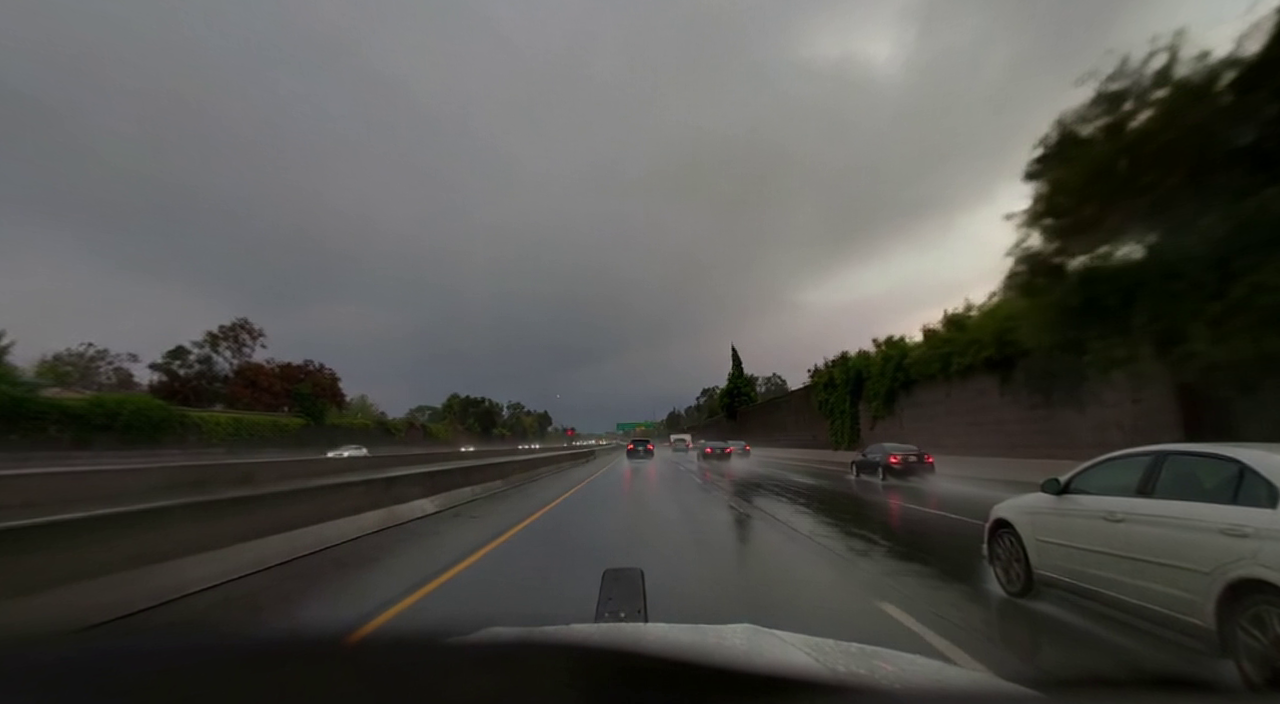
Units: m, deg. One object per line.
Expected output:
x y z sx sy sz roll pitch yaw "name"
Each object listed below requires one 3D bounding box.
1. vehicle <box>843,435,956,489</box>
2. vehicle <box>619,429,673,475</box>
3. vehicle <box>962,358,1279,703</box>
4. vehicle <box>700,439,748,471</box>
8.087 3.459 20.146 1.810 1.516 4.183 0 -8 0 "vehicle"
0.224 4.335 27.562 2.189 1.852 4.038 0 -8 0 "vehicle"
3.734 0.916 3.085 2.003 1.661 4.418 -1 -8 1 "vehicle"
4.204 5.190 32.104 1.825 1.487 4.034 0 -8 -1 "vehicle"
